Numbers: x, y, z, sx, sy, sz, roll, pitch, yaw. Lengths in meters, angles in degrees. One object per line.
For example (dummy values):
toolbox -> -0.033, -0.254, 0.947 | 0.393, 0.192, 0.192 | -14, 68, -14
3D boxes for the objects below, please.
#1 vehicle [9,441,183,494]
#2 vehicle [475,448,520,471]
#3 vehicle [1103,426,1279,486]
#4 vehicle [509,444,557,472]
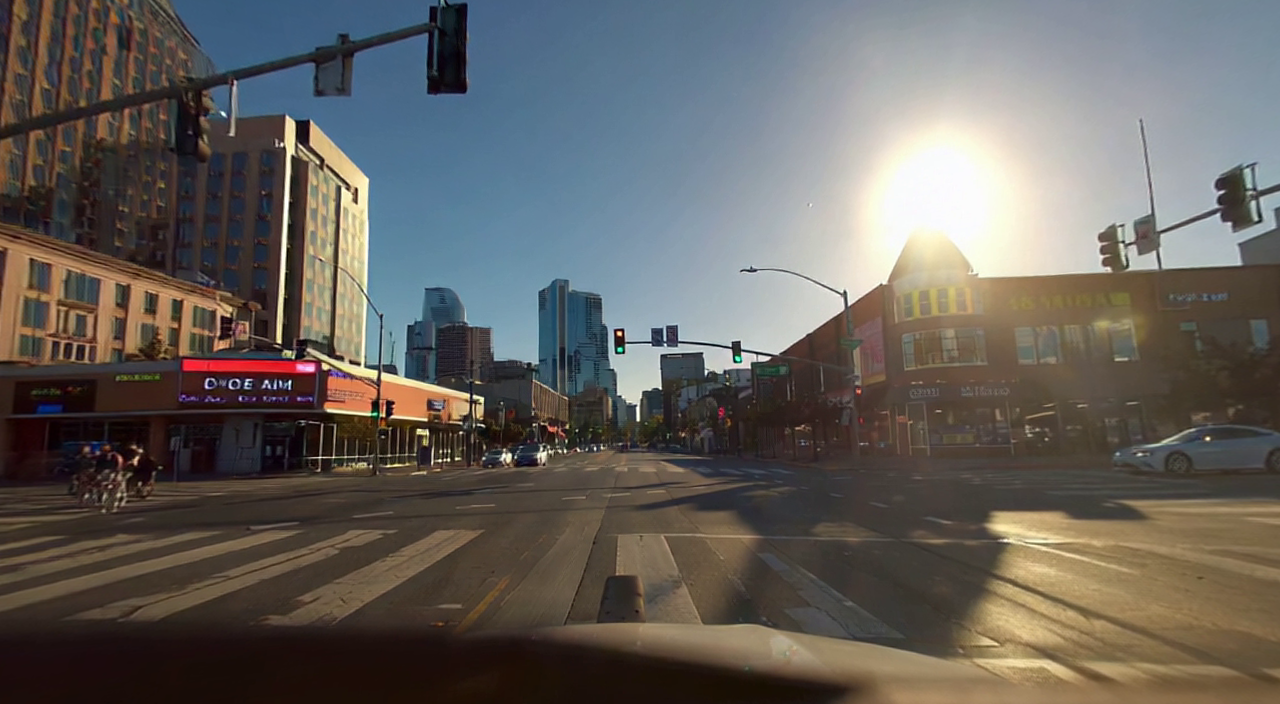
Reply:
vehicle -> -21.160, 4.473, 24.698 | 5.161, 1.910, 2.275 | -2, -9, 11
vehicle -> -9.850, 7.446, 44.035 | 2.106, 1.505, 4.228 | 0, -8, 0
vehicle -> 15.418, 2.740, 16.698 | 4.651, 1.463, 1.880 | -2, -9, 8
vehicle -> -6.808, 6.774, 40.665 | 2.181, 1.703, 4.512 | -1, -8, 2
